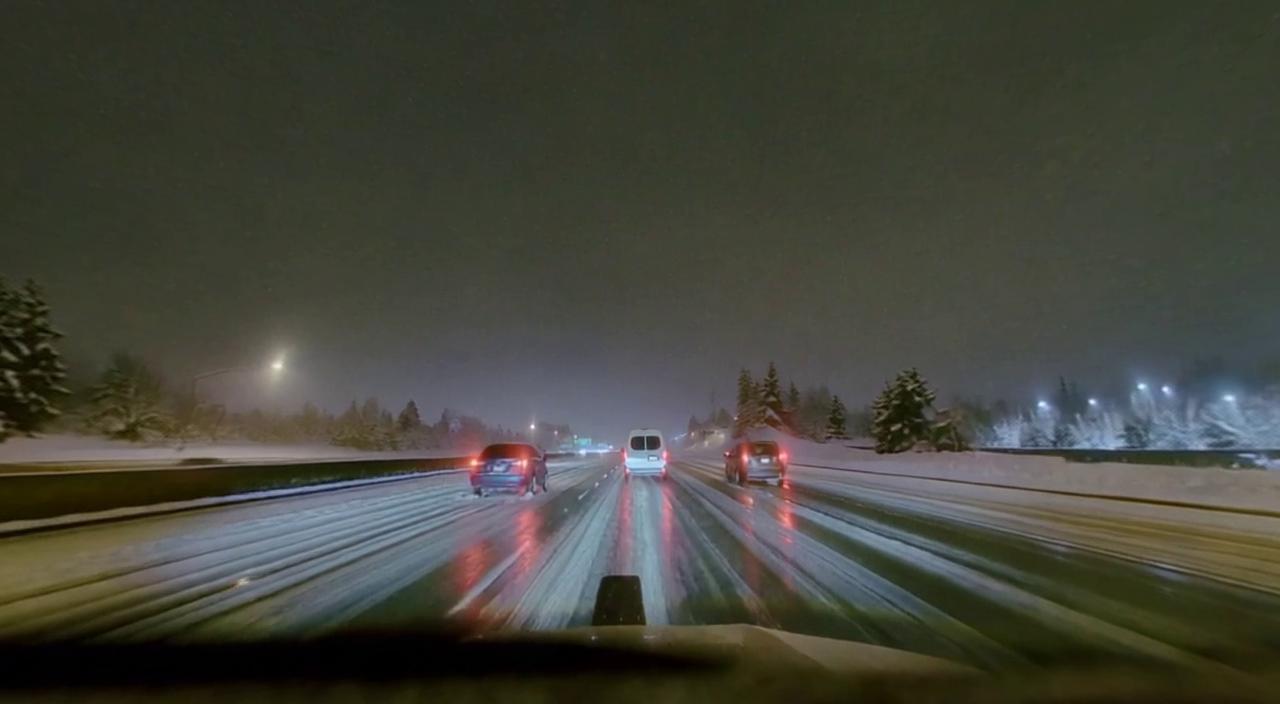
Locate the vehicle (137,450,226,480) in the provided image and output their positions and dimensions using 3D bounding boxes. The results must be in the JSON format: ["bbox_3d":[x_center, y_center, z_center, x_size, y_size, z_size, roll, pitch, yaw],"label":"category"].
[{"bbox_3d":[-26.793,6.582,36.967,1.952,1.623,4.121,0,-9,2],"label":"vehicle"}]

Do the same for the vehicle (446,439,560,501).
[{"bbox_3d":[-3.816,3.386,18.556,2.173,1.542,4.781,0,-9,2],"label":"vehicle"}]

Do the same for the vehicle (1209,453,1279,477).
[{"bbox_3d":[39.736,7.312,40.778,3.704,1.461,1.891,-1,-9,7],"label":"vehicle"}]

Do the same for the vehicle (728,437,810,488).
[{"bbox_3d":[4.641,4.032,23.315,2.146,1.678,4.489,0,-9,1],"label":"vehicle"}]

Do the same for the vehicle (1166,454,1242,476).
[{"bbox_3d":[41.085,8.241,45.932,3.667,1.480,1.749,-1,-9,7],"label":"vehicle"}]

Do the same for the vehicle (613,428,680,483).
[{"bbox_3d":[0.257,4.270,26.290,2.509,2.062,4.639,0,-9,0],"label":"vehicle"}]
